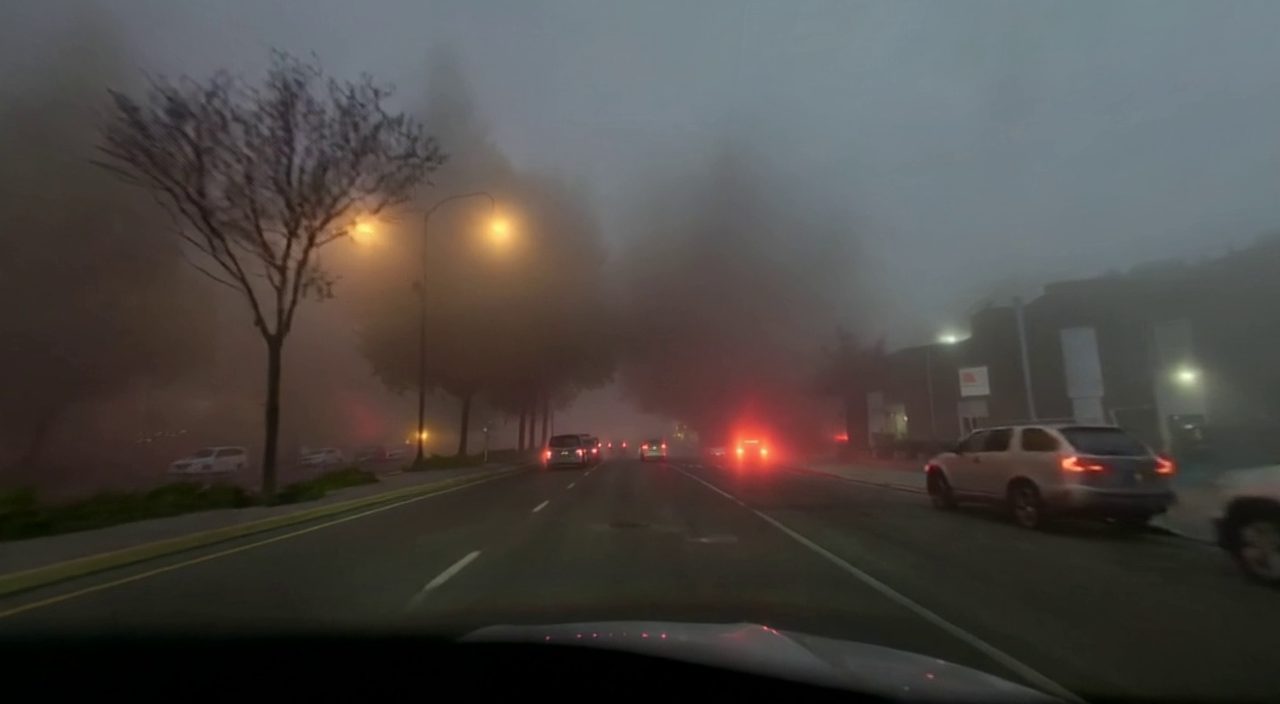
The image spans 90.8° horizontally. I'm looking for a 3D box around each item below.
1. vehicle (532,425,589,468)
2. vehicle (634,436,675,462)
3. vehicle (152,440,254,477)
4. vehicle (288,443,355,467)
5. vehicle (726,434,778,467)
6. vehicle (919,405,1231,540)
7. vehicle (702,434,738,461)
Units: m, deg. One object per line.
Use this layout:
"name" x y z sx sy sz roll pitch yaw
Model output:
"vehicle" -3.842 4.715 31.479 2.223 1.957 4.845 0 -8 0
"vehicle" 0.876 6.233 40.673 2.201 1.589 3.843 0 -8 -5
"vehicle" -22.284 5.427 32.492 1.996 1.767 4.613 0 -8 -1
"vehicle" -22.460 7.286 44.758 2.111 1.554 5.163 0 -8 -1
"vehicle" 6.314 5.619 36.071 2.164 1.727 3.955 0 -8 -1
"vehicle" 6.984 1.981 10.948 2.216 1.847 4.321 0 -8 -1
"vehicle" 5.921 7.157 47.460 1.997 1.943 4.409 0 -8 -1
